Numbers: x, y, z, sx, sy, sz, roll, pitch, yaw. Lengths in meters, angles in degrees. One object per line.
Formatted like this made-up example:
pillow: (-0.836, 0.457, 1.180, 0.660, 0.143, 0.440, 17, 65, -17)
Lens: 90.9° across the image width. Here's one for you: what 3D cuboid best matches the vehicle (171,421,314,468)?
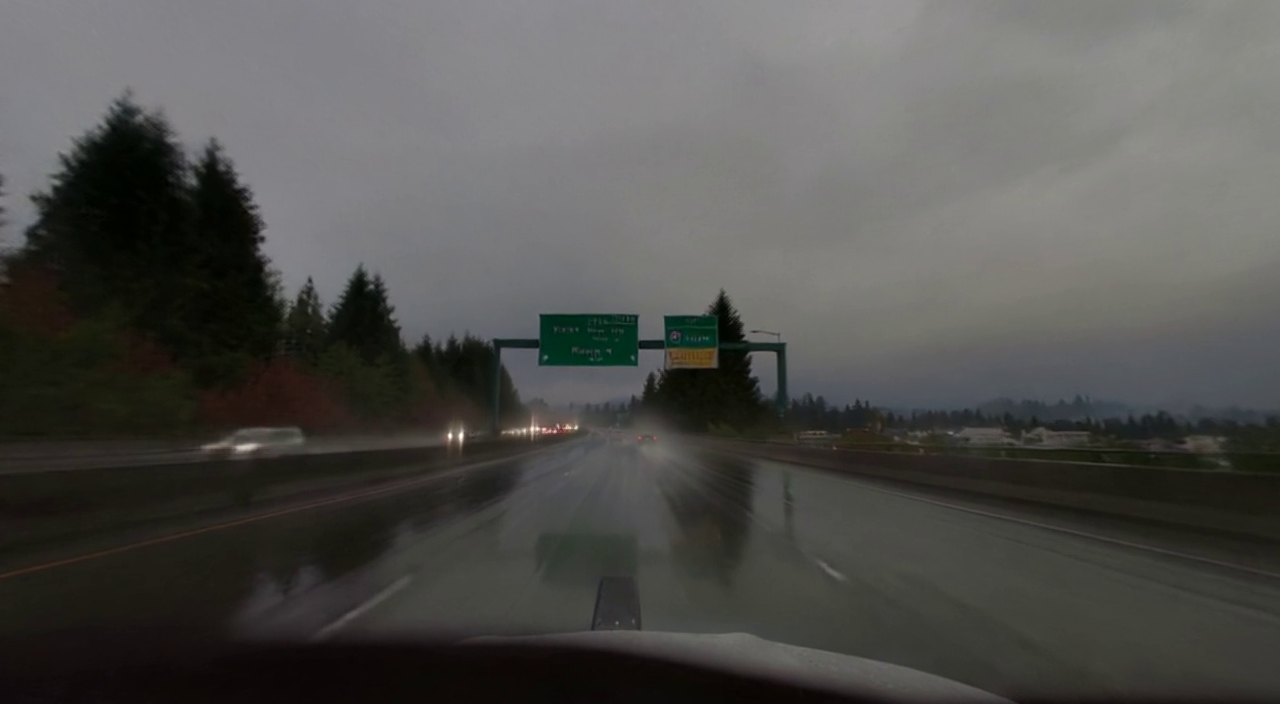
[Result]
vehicle: (-13.587, 3.185, 21.968, 1.916, 1.461, 4.780, 0, -8, -1)
